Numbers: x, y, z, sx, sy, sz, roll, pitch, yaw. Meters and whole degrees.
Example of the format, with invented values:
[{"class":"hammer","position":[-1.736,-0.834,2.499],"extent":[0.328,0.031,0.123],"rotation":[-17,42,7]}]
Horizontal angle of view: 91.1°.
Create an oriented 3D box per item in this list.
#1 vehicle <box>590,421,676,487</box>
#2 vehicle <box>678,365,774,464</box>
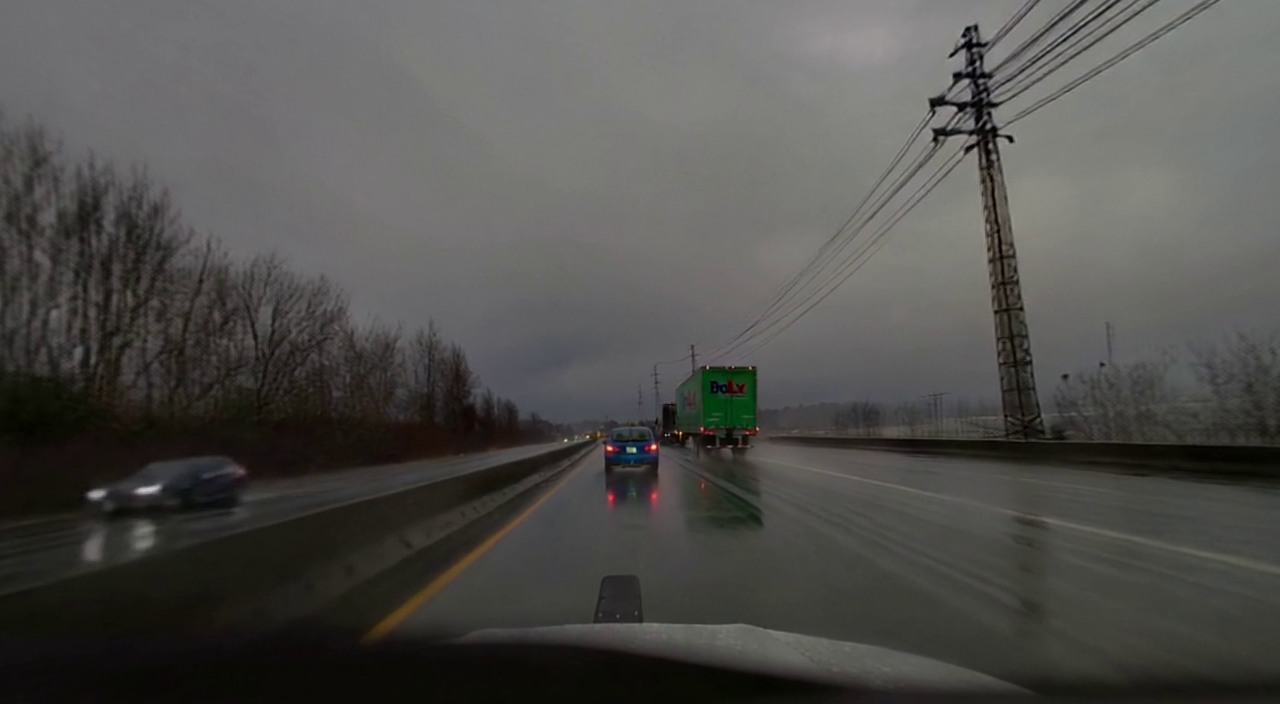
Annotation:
[{"class":"vehicle","position":[-0.219,2.716,17.105],"extent":[2.062,1.581,3.914],"rotation":[0,-8,-2]},{"class":"vehicle","position":[3.648,3.035,29.238],"extent":[2.835,3.872,8.916],"rotation":[0,-8,-2]}]
